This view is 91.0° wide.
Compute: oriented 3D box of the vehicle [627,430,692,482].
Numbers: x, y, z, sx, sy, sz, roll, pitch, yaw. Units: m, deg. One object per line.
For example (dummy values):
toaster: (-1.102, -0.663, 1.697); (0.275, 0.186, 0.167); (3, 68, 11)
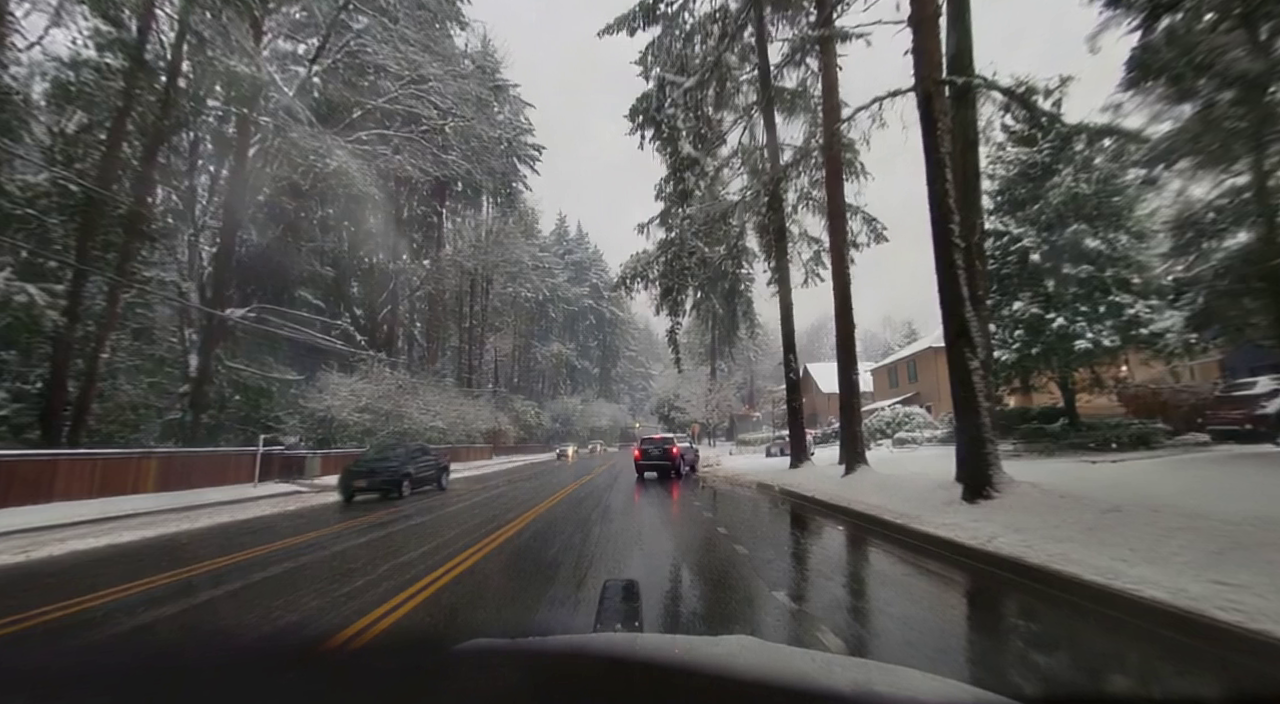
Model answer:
vehicle: (0.883, 4.179, 25.513); (2.268, 1.862, 4.724); (-1, -8, 6)

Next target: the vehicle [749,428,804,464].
vehicle: (8.222, 5.770, 38.376); (2.007, 1.803, 4.835); (-5, -9, -2)

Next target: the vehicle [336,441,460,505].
vehicle: (-7.116, 3.564, 19.073); (1.972, 1.703, 4.423); (0, -8, 0)
